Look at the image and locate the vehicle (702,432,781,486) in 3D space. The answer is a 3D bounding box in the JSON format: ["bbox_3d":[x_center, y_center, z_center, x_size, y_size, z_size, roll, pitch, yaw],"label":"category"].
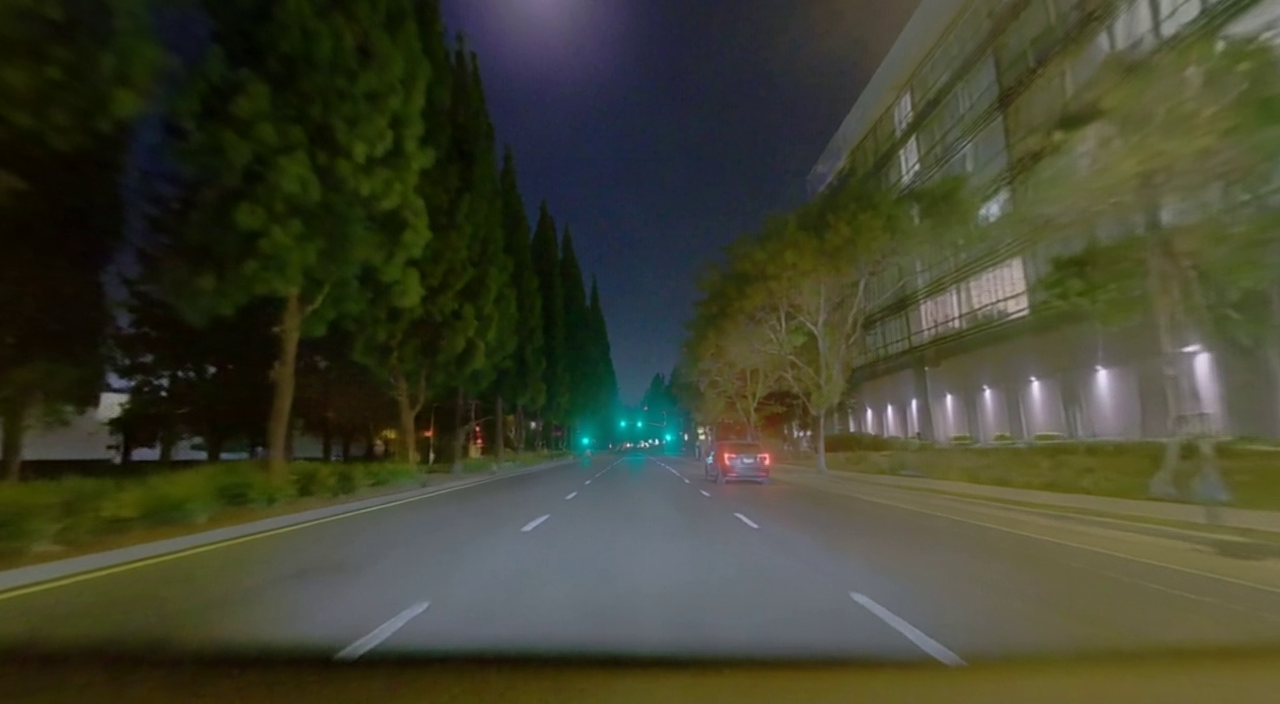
[{"bbox_3d":[3.529,3.820,22.851,2.083,1.743,4.354,0,-8,-1],"label":"vehicle"}]
